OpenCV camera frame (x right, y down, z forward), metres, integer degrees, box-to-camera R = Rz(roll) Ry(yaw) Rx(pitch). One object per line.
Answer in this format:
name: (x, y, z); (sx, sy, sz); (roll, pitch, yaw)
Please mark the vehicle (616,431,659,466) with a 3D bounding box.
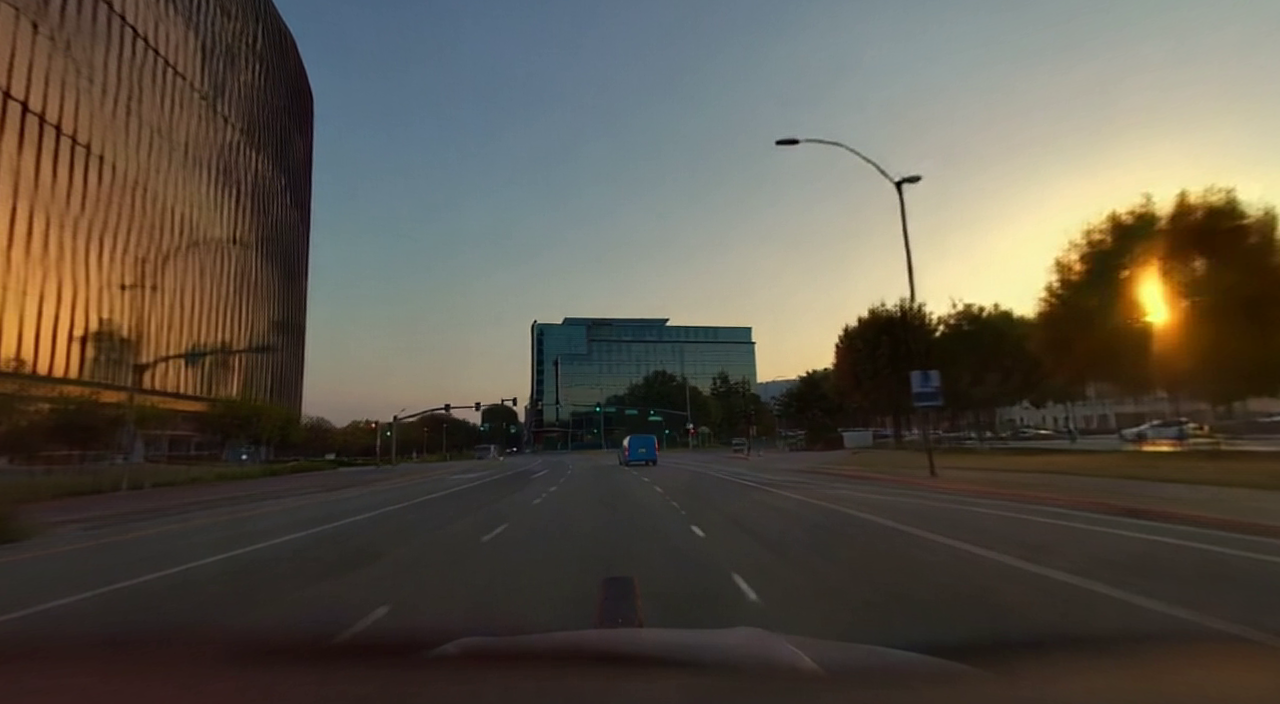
vehicle: (-0.258, 6.607, 43.410); (2.339, 2.244, 4.817); (1, -8, -8)
